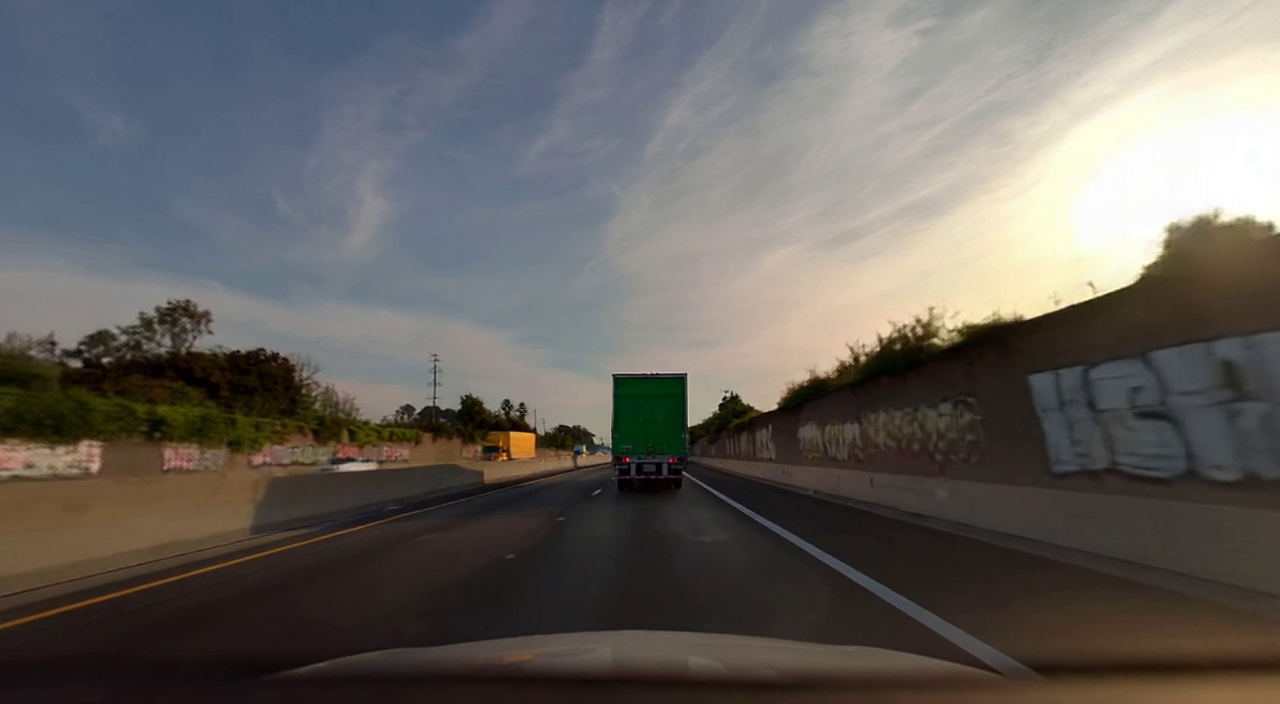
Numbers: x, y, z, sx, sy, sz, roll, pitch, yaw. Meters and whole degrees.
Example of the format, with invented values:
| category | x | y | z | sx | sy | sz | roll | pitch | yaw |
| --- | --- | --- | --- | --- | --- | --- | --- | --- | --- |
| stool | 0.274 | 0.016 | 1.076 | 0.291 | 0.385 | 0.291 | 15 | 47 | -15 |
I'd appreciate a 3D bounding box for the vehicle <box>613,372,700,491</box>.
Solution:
| category | x | y | z | sx | sy | sz | roll | pitch | yaw |
| --- | --- | --- | --- | --- | --- | --- | --- | --- | --- |
| vehicle | 0.435 | 3.439 | 26.236 | 2.900 | 3.955 | 10.151 | 0 | -9 | -1 |
